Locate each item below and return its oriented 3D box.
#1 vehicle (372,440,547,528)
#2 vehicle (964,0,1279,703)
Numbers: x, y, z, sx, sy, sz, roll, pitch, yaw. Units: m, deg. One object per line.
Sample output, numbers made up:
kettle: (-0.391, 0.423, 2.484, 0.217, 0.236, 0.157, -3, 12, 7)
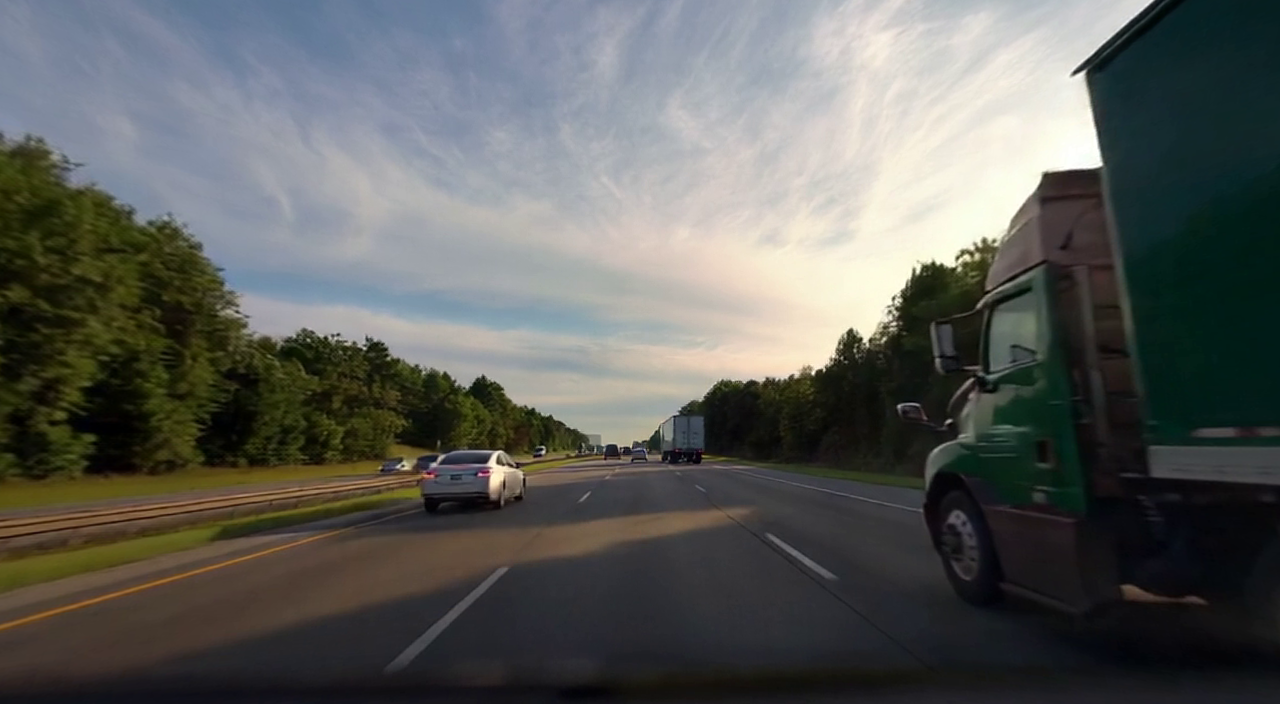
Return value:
vehicle: (-3.353, 2.570, 12.868, 2.121, 1.445, 4.651, 0, -9, 1)
vehicle: (4.398, -0.223, 2.492, 2.947, 3.957, 5.916, 0, -9, 0)
